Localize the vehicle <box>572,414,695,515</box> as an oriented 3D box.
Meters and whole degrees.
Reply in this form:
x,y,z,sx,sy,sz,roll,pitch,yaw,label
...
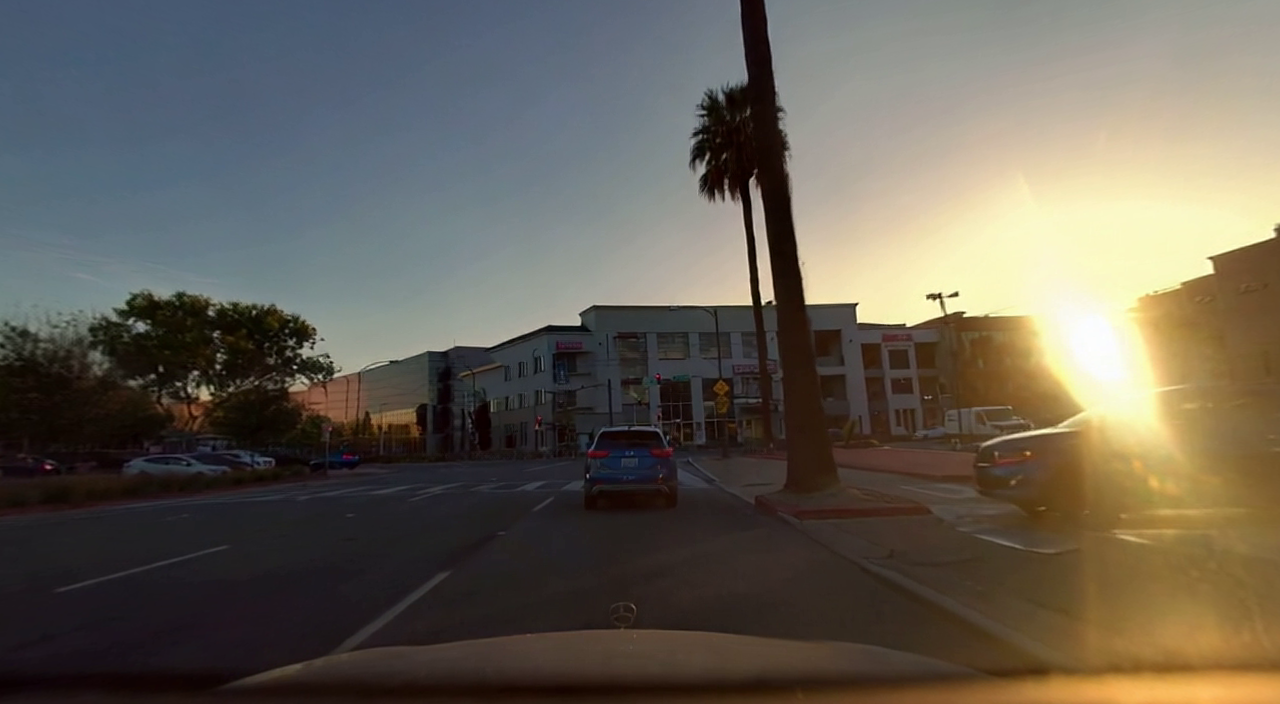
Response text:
x,y,z,sx,sy,sz,roll,pitch,yaw,label
-0.165,2.337,13.462,2.234,1.818,3.869,0,-9,-1,vehicle

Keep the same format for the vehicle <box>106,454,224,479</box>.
x,y,z,sx,sy,sz,roll,pitch,yaw,label
-27.867,6.729,37.307,5.154,1.343,1.943,4,-9,-24,vehicle

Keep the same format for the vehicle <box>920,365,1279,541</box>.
x,y,z,sx,sy,sz,roll,pitch,yaw,label
6.239,1.153,7.394,4.828,1.733,2.231,0,-9,0,vehicle
